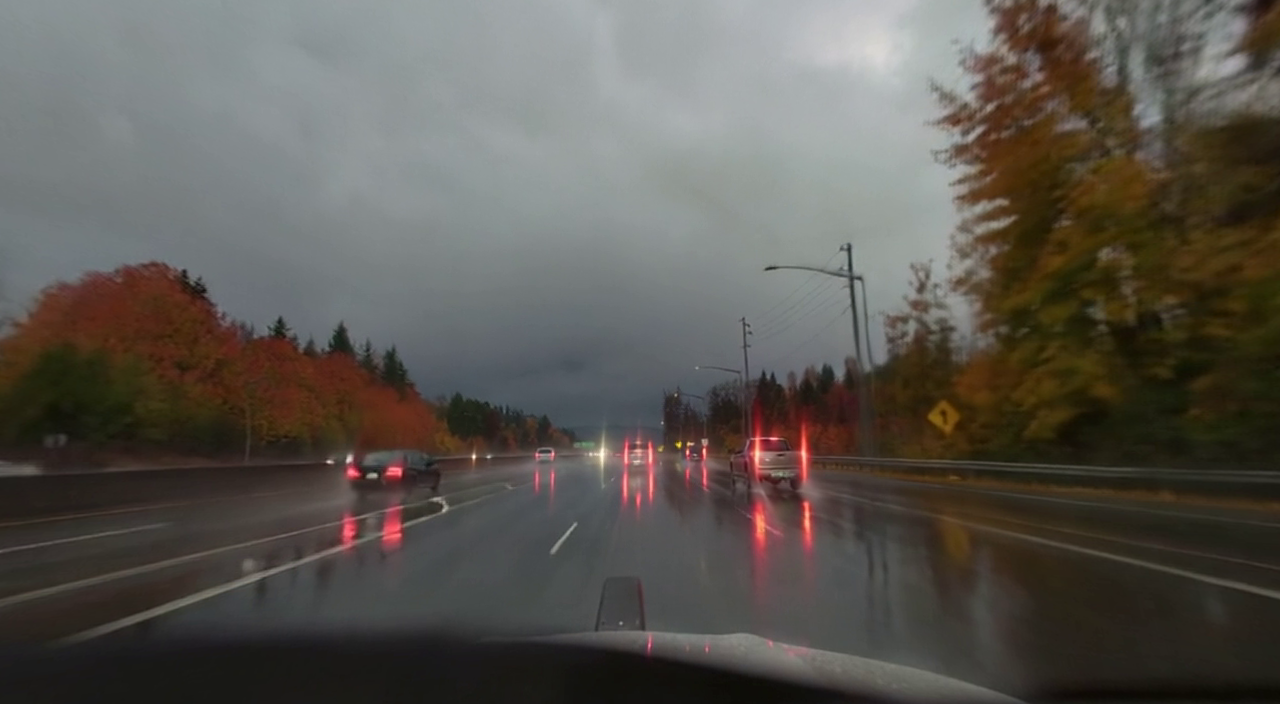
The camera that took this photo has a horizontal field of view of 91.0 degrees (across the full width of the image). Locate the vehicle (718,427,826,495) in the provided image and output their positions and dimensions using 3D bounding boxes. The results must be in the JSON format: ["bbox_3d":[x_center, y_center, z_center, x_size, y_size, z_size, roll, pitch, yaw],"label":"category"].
[{"bbox_3d":[4.262,3.660,21.474,2.388,1.998,5.749,0,-9,0],"label":"vehicle"}]

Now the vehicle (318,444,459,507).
[{"bbox_3d":[-6.837,3.376,17.749,2.014,1.526,4.577,0,-9,1],"label":"vehicle"}]

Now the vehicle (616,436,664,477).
[{"bbox_3d":[0.030,5.512,33.333,2.372,1.957,5.121,0,-9,1],"label":"vehicle"}]
